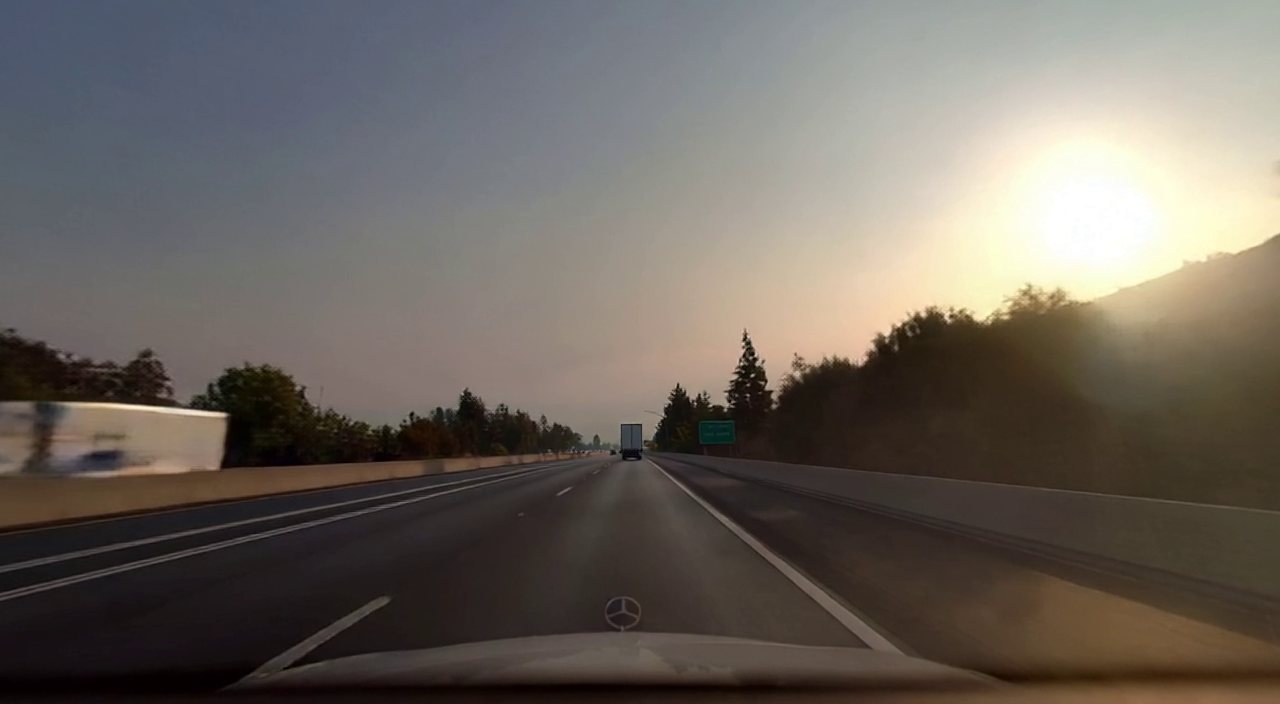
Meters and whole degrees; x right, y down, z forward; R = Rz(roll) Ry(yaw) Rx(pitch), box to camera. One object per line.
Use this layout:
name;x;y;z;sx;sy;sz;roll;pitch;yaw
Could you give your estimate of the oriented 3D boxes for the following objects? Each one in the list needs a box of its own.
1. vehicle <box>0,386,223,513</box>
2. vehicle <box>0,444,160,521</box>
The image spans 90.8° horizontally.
vehicle;-17.494;3.130;20.374;2.698;3.285;7.761;0;-9;-1
vehicle;-13.470;2.864;14.328;1.893;1.486;4.135;0;-9;-1
